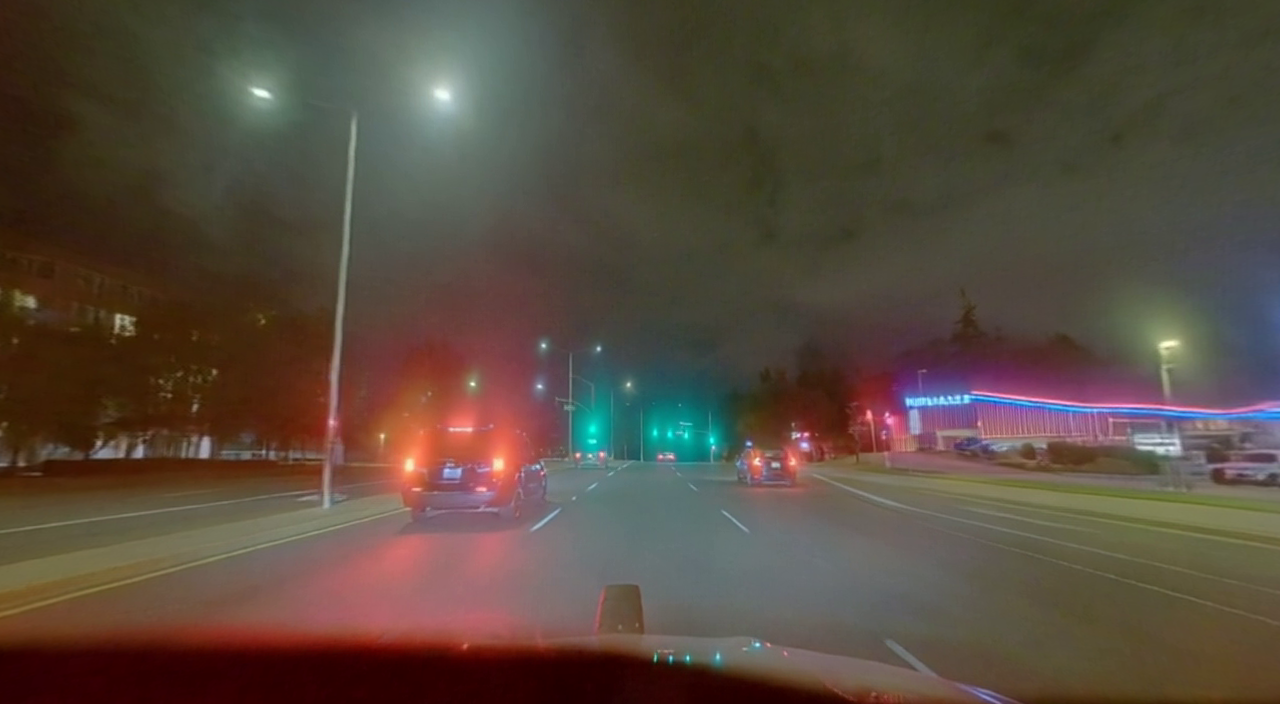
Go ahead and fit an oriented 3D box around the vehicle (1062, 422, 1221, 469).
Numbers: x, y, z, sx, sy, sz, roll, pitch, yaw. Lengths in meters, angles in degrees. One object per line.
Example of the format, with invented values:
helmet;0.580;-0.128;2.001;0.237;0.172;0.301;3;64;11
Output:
vehicle;27.747;5.273;35.534;2.943;2.298;7.374;0;-9;1

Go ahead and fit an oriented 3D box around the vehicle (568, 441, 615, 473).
vehicle;-2.884;6.376;38.669;2.305;1.833;4.912;-1;-9;3

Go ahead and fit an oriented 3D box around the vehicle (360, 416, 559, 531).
vehicle;-3.320;2.409;13.158;2.450;1.866;5.416;0;-9;1

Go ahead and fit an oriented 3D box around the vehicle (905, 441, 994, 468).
vehicle;19.867;6.555;40.632;4.972;1.547;2.226;2;-10;-21

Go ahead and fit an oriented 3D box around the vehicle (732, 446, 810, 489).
vehicle;4.836;4.323;23.983;1.960;1.471;4.378;0;-9;-1
